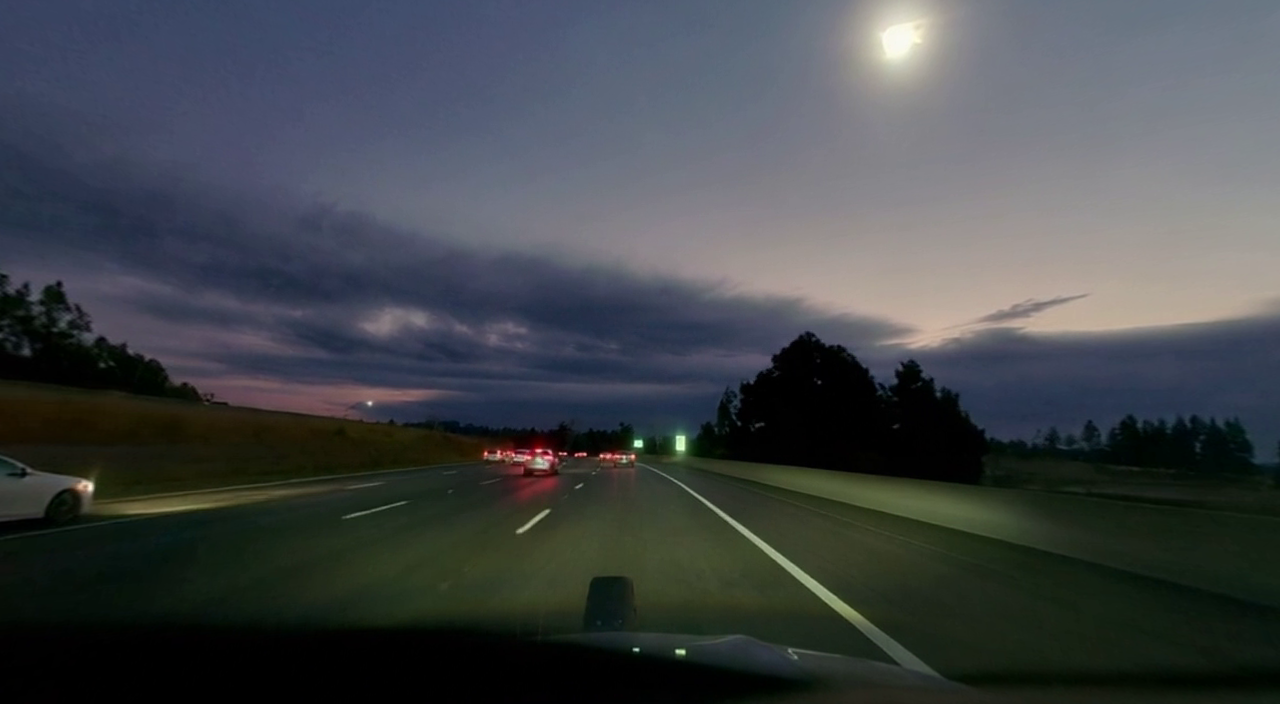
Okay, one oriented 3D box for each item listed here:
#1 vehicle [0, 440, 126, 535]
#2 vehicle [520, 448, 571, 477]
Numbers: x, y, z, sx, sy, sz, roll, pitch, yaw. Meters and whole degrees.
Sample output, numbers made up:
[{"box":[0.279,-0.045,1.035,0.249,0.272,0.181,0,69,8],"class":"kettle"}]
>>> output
[{"box":[-11.039,2.135,9.917,1.960,1.487,4.593,0,-9,0],"class":"vehicle"},{"box":[-5.008,5.906,33.929,2.120,1.458,4.031,0,-9,1],"class":"vehicle"}]
